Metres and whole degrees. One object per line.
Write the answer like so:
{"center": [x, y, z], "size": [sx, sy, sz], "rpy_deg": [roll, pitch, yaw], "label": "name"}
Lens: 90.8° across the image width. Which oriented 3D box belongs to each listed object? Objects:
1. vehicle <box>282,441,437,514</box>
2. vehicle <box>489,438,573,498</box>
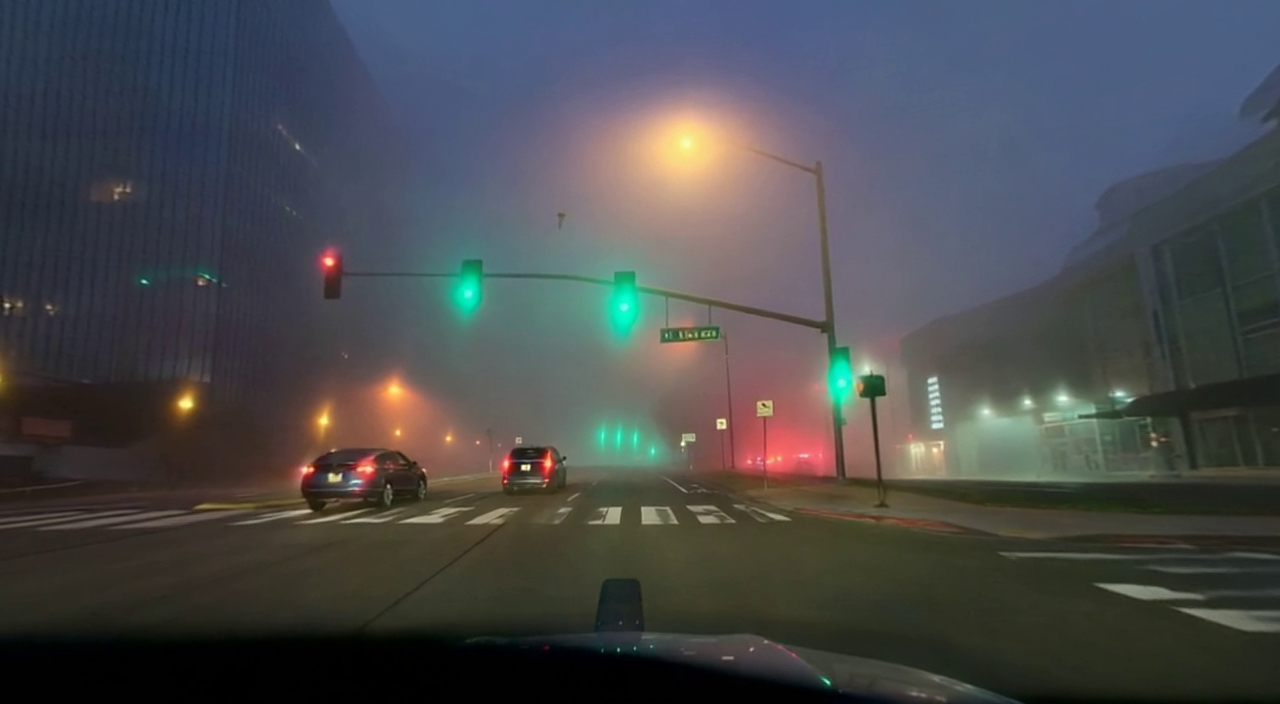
{"center": [-7.038, 3.153, 16.482], "size": [1.909, 1.605, 4.561], "rpy_deg": [0, -9, 1], "label": "vehicle"}
{"center": [-3.419, 3.731, 20.663], "size": [2.052, 1.729, 4.195], "rpy_deg": [0, -9, -1], "label": "vehicle"}
